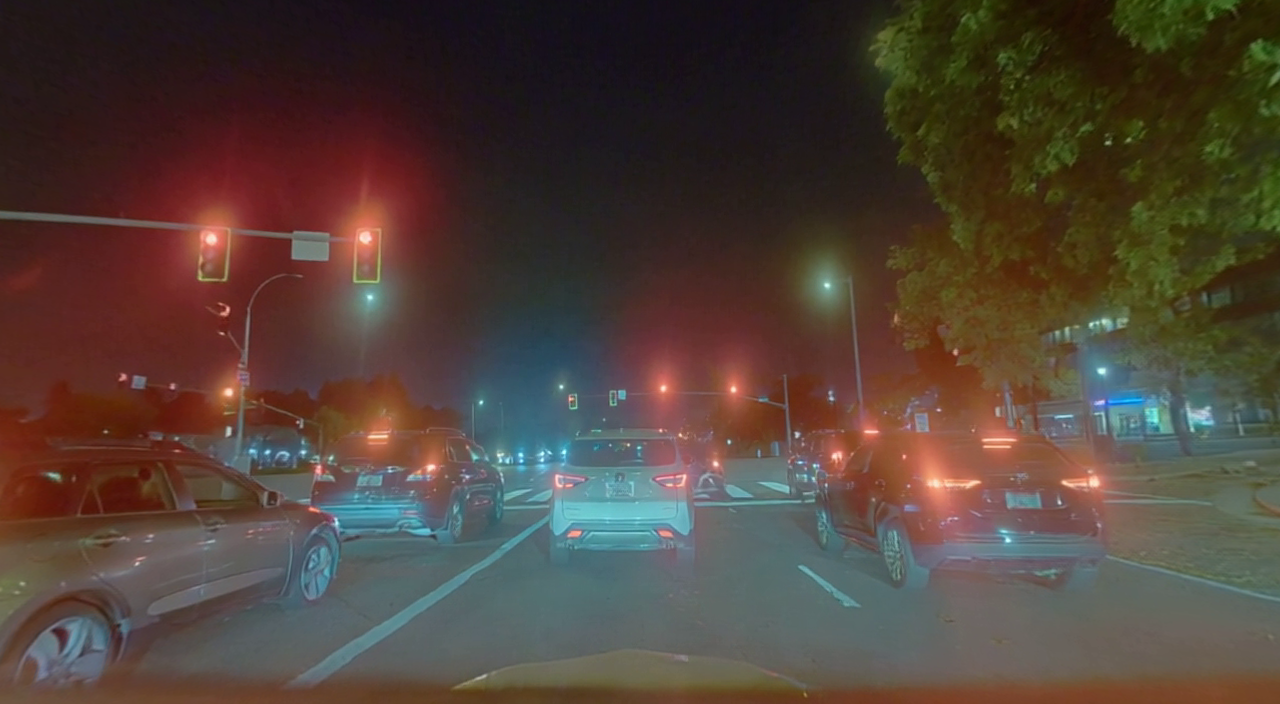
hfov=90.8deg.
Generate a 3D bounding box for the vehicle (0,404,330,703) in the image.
[{"bbox_3d":[-3.338,0.956,2.411,1.863,1.495,4.667,0,-8,1],"label":"vehicle"}]

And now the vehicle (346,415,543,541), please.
[{"bbox_3d":[-3.193,2.160,11.454,2.048,1.805,4.405,0,-8,1],"label":"vehicle"}]

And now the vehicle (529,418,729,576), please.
[{"bbox_3d":[-0.087,1.812,8.625,2.106,1.655,3.717,0,-8,1],"label":"vehicle"}]

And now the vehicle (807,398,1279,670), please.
[{"bbox_3d":[3.235,1.445,6.180,2.006,1.659,4.462,0,-8,1],"label":"vehicle"}]
